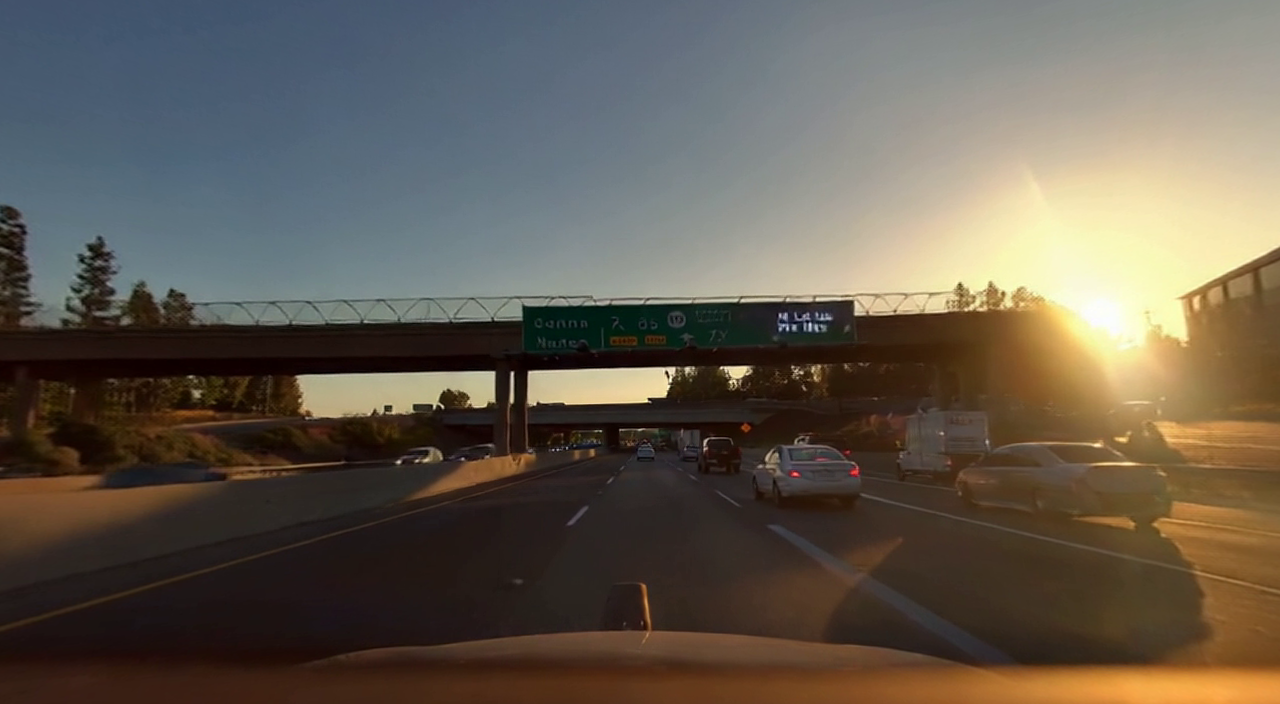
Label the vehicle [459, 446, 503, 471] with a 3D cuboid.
[{"bbox_3d":[-11.394,7.646,45.601,1.894,1.647,4.514,0,-8,2],"label":"vehicle"}]

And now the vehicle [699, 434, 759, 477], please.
[{"bbox_3d":[4.150,4.920,30.245,2.086,1.858,4.737,0,-8,-1],"label":"vehicle"}]

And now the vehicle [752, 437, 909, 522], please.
[{"bbox_3d":[3.805,2.606,13.514,1.902,1.481,4.451,0,-8,-1],"label":"vehicle"}]

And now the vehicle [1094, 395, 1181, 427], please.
[{"bbox_3d":[33.504,4.046,42.681,2.131,1.840,4.870,-1,-8,4],"label":"vehicle"}]

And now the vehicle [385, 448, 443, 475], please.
[{"bbox_3d":[-15.071,7.284,42.312,1.968,1.663,5.013,0,-8,1],"label":"vehicle"}]

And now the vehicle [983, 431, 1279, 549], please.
[{"bbox_3d":[7.751,2.074,10.221,1.919,1.476,4.303,0,-8,0],"label":"vehicle"}]

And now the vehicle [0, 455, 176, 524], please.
[{"bbox_3d":[-14.972,3.519,16.704,1.897,1.497,4.446,0,-8,1],"label":"vehicle"}]
